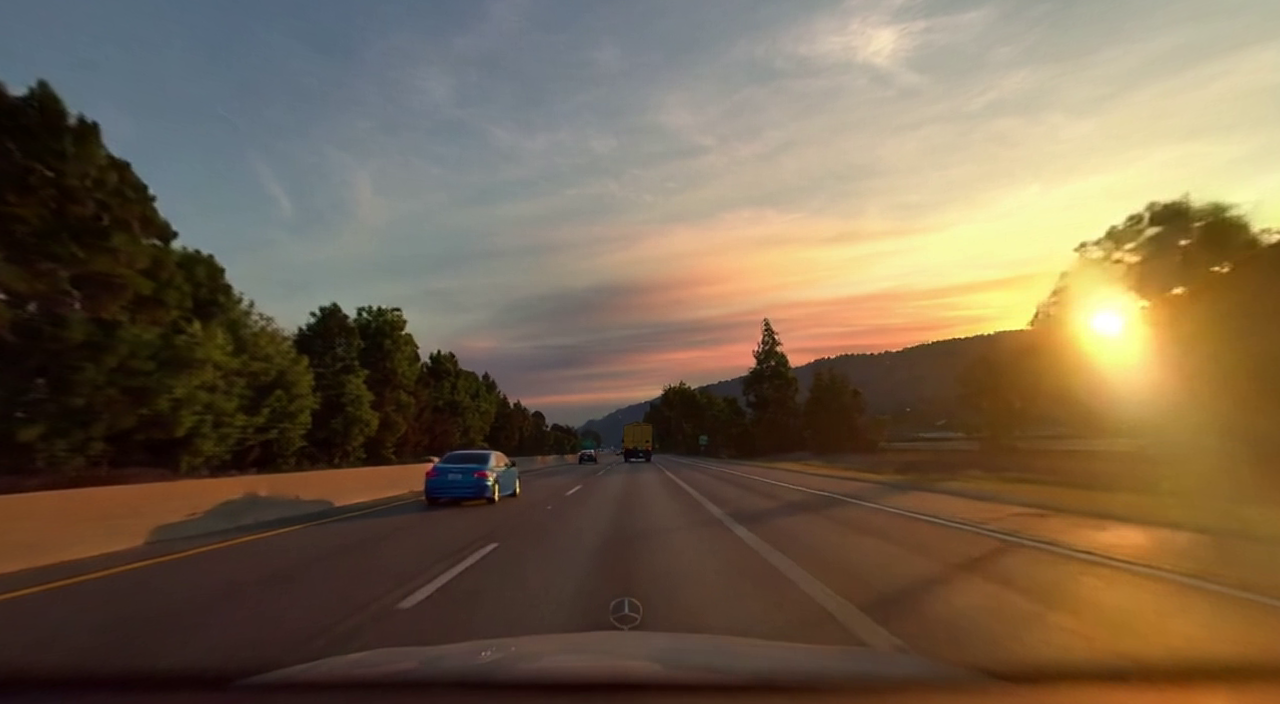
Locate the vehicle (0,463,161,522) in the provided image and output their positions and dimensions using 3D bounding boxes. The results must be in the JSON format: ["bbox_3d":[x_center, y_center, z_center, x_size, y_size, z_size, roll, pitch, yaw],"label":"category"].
[{"bbox_3d":[-18.114,4.433,20.374,1.980,1.580,3.988,0,-9,1],"label":"vehicle"}]

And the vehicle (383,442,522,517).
[{"bbox_3d":[-4.232,2.933,15.078,1.916,1.506,4.476,0,-9,1],"label":"vehicle"}]
